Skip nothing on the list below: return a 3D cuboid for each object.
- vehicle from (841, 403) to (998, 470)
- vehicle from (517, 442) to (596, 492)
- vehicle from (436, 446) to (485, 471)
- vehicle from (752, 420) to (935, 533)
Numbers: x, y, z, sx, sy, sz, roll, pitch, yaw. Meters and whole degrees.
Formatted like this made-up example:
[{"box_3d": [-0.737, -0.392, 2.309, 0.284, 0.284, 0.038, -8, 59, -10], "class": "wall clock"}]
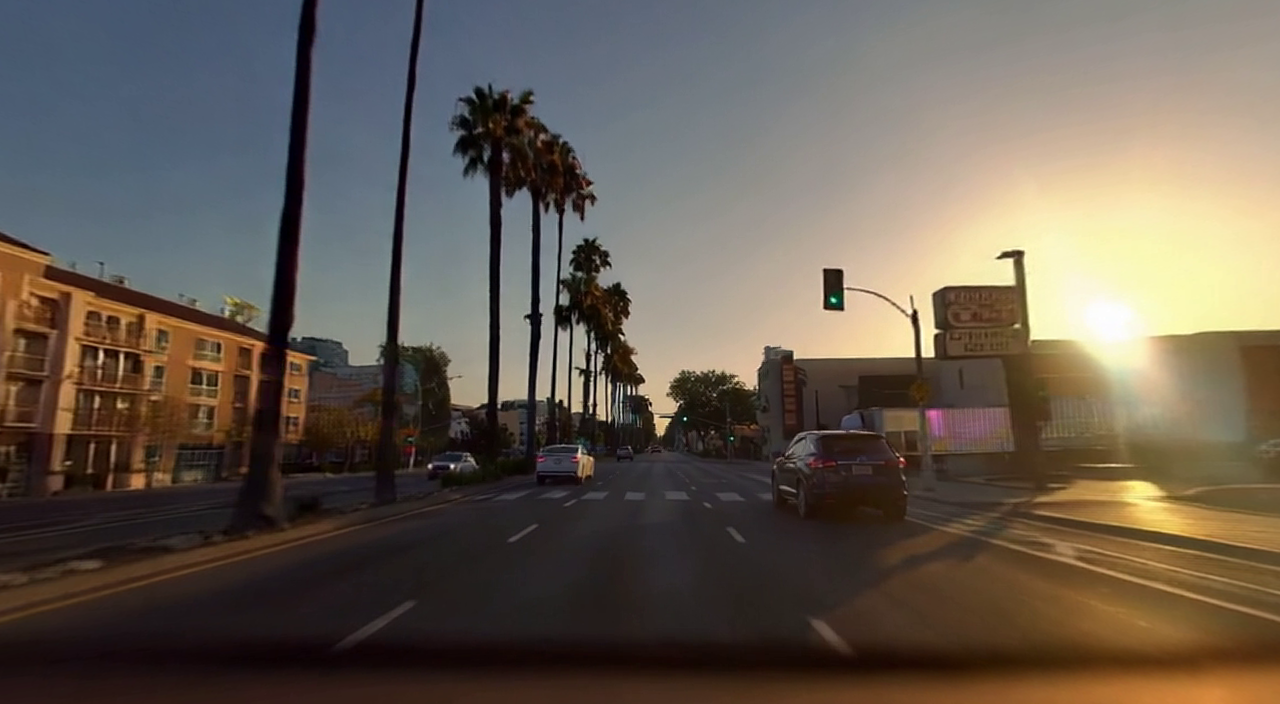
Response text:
[{"box_3d": [15.064, 4.607, 34.477, 7.195, 3.468, 2.597, 0, -9, -2], "class": "vehicle"}, {"box_3d": [-2.705, 3.863, 21.542, 2.034, 1.498, 3.995, -1, -9, 2], "class": "vehicle"}, {"box_3d": [-13.953, 8.279, 49.472, 2.227, 1.768, 5.034, -1, -9, 2], "class": "vehicle"}, {"box_3d": [3.493, 2.232, 11.843, 1.982, 1.711, 4.276, 0, -9, 0], "class": "vehicle"}]
